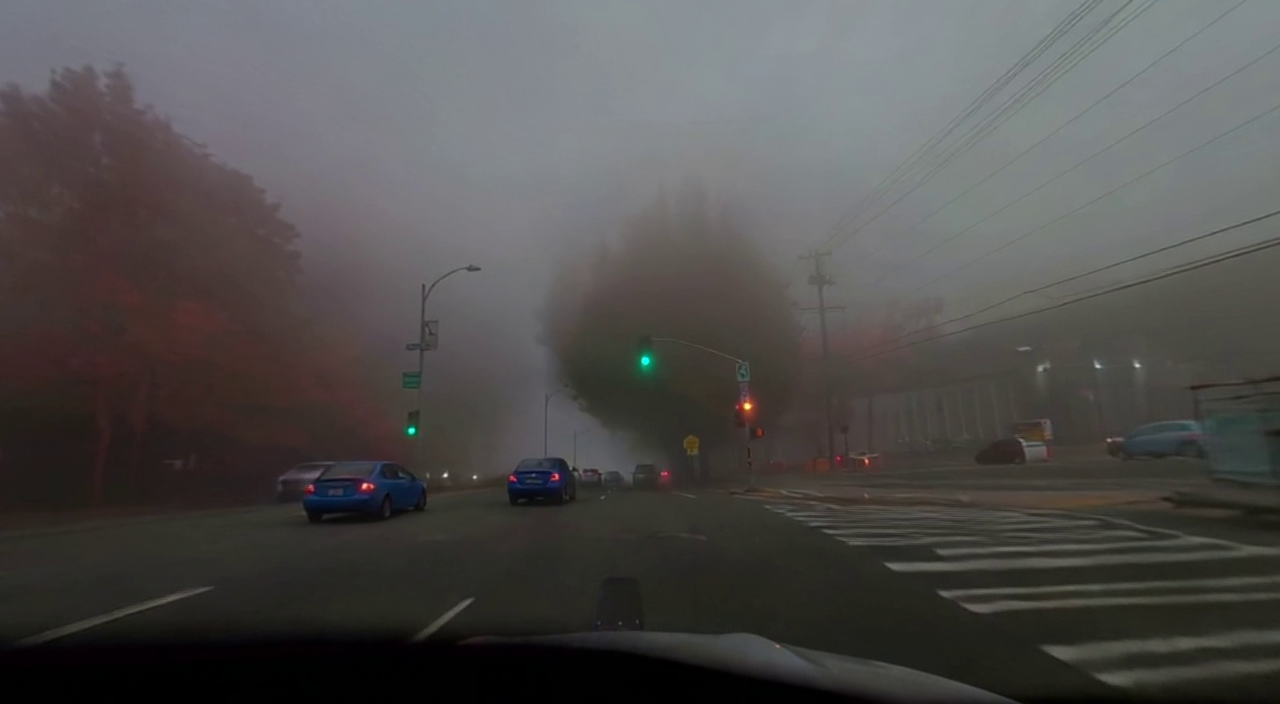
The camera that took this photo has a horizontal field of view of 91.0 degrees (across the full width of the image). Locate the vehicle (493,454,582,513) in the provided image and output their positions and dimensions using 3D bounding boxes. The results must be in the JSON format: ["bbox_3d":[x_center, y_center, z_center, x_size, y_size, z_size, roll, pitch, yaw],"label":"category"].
[{"bbox_3d":[-3.205,4.209,20.698,2.085,1.663,4.513,1,-9,1],"label":"vehicle"}]

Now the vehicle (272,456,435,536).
[{"bbox_3d":[-6.758,3.388,15.454,1.932,1.596,4.247,1,-9,1],"label":"vehicle"}]

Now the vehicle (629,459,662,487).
[{"bbox_3d":[0.354,8.211,42.920,2.144,1.704,4.028,1,-9,-1],"label":"vehicle"}]

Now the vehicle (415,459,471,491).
[{"bbox_3d":[-15.270,9.561,49.305,2.409,2.154,6.127,1,-9,0],"label":"vehicle"}]

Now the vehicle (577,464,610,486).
[{"bbox_3d":[-3.533,9.533,48.839,2.068,1.482,4.490,0,-9,2],"label":"vehicle"}]

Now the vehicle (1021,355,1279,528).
[{"bbox_3d":[9.960,1.428,9.846,6.464,2.280,2.483,1,-9,-4],"label":"vehicle"}]

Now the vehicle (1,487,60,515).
[{"bbox_3d":[-46.285,11.323,47.913,1.981,1.736,4.293,6,-10,-27],"label":"vehicle"}]

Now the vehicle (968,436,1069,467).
[{"bbox_3d":[20.108,5.307,33.617,1.835,1.501,4.158,7,-11,-33],"label":"vehicle"}]

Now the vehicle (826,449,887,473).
[{"bbox_3d":[14.899,7.569,43.593,1.826,1.474,4.254,1,-10,-14],"label":"vehicle"}]
